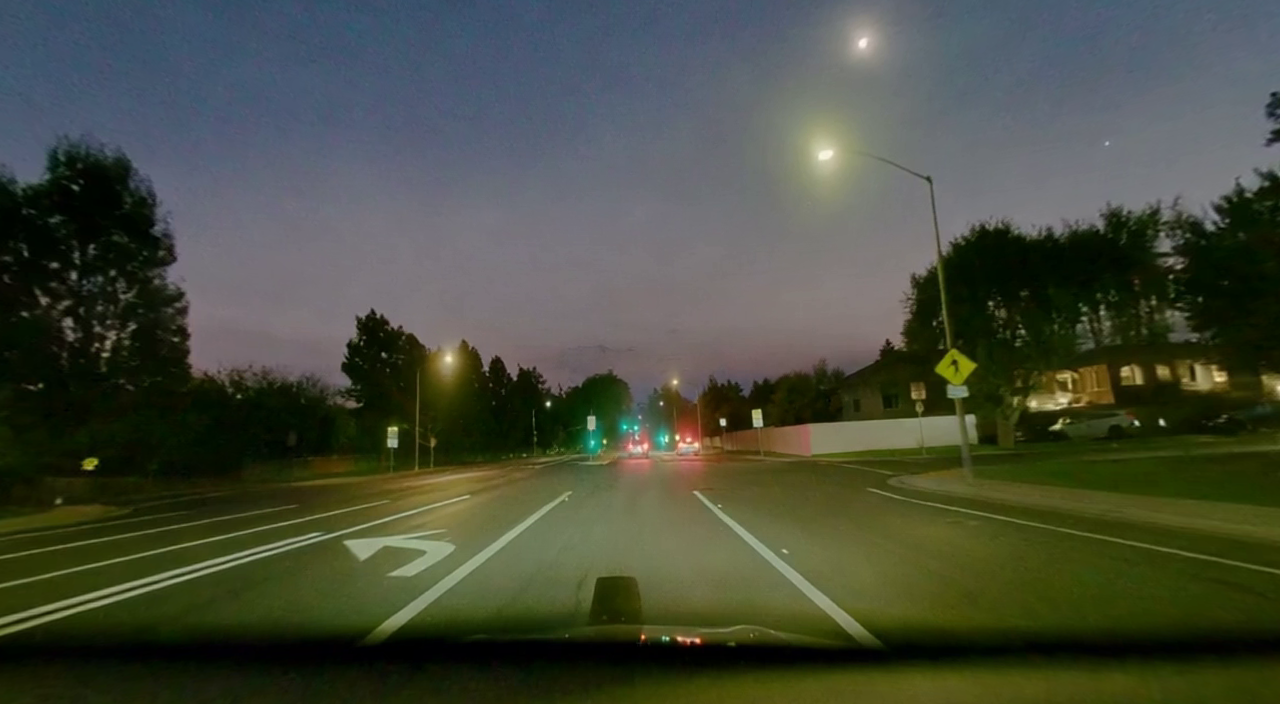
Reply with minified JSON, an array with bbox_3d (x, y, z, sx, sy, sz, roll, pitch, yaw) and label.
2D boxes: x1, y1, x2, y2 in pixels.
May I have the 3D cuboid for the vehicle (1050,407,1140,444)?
[{"bbox_3d":[31.140,4.978,43.471,2.072,2.012,5.323,-5,-2,-1],"label":"vehicle"}]
